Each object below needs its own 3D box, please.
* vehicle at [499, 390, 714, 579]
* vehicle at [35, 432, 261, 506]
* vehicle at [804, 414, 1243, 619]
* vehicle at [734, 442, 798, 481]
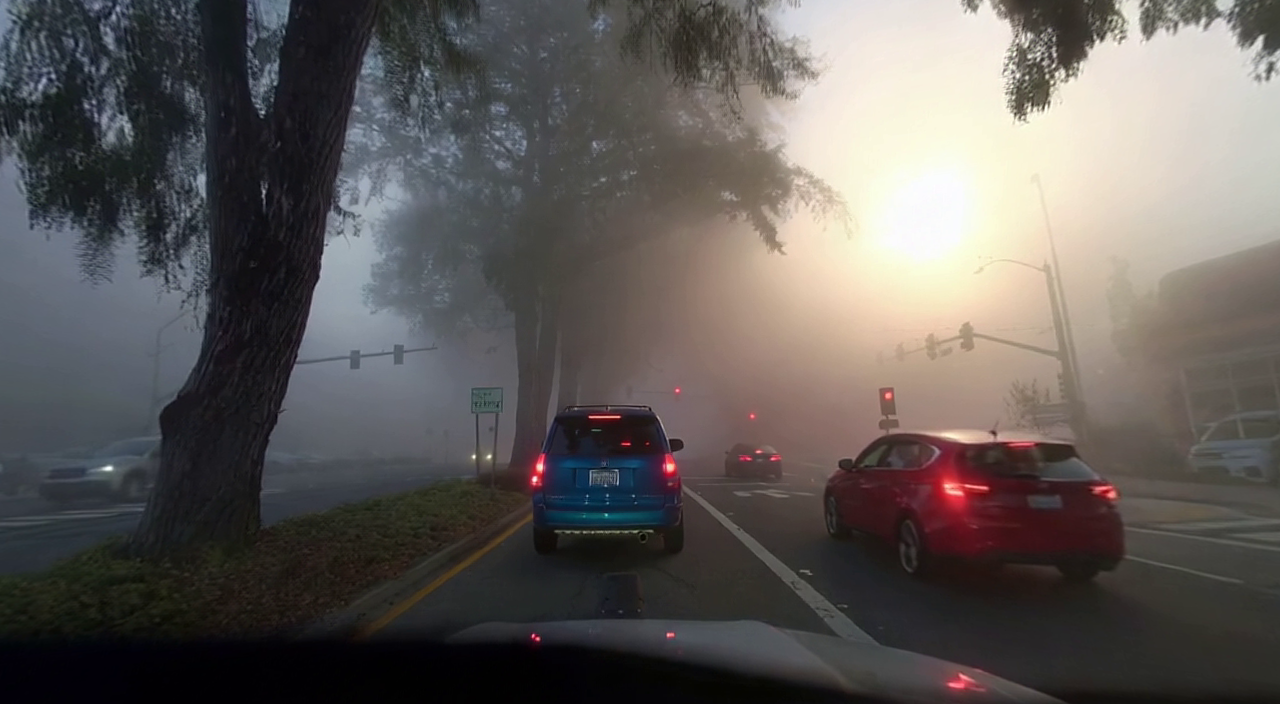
[{"bbox_3d":[-0.299,1.644,8.606,2.096,1.837,4.687,0,-9,1],"label":"vehicle"},{"bbox_3d":[-12.765,3.049,16.958,2.108,1.683,4.861,0,-9,0],"label":"vehicle"},{"bbox_3d":[3.570,1.618,7.303,2.098,1.555,4.778,0,-9,0],"label":"vehicle"},{"bbox_3d":[5.223,4.554,26.666,1.883,1.496,4.236,0,-9,1],"label":"vehicle"}]
